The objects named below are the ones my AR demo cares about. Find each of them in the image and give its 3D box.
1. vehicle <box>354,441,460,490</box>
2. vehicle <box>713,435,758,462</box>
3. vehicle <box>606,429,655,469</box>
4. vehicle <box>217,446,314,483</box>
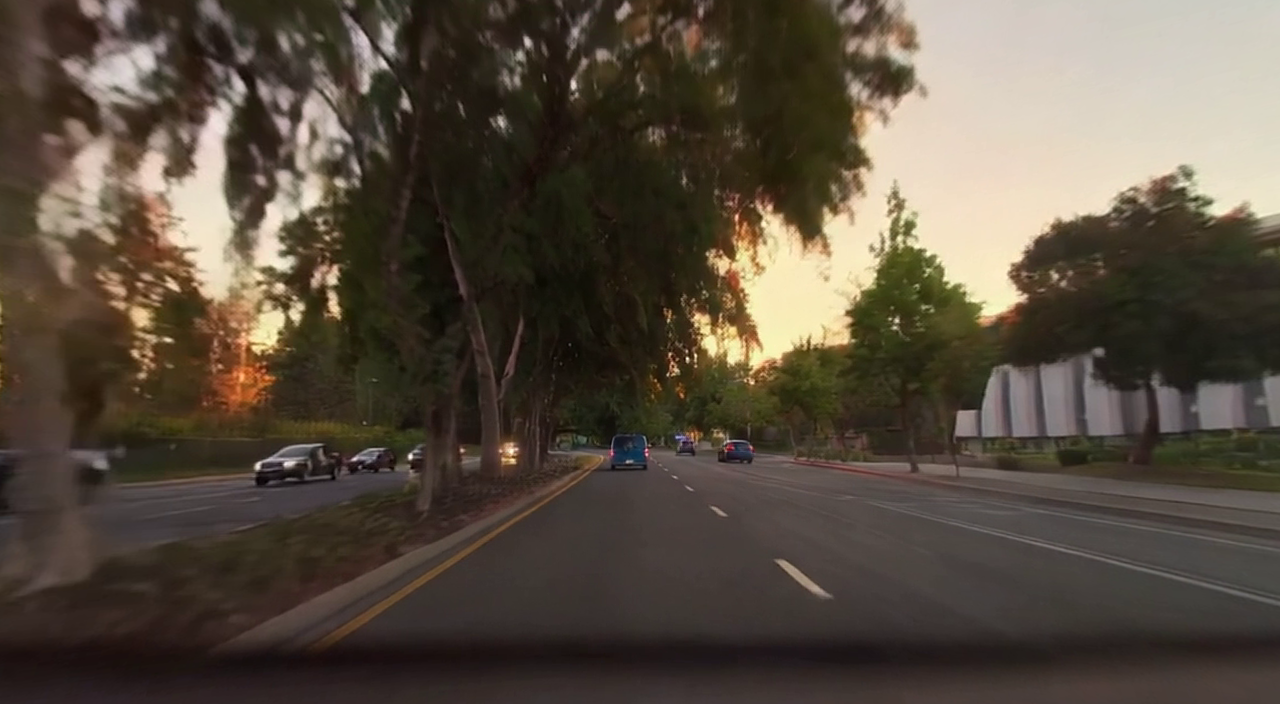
[{"bbox_3d":[-7.756,3.813,21.551,1.964,1.478,4.368,0,-8,0],"label":"vehicle"},{"bbox_3d":[6.797,6.929,45.470,2.364,1.781,4.854,0,-8,-2],"label":"vehicle"},{"bbox_3d":[-0.490,5.153,33.631,2.411,1.937,5.186,0,-8,0],"label":"vehicle"},{"bbox_3d":[-18.548,5.560,31.563,1.980,1.712,4.535,0,-8,1],"label":"vehicle"}]
